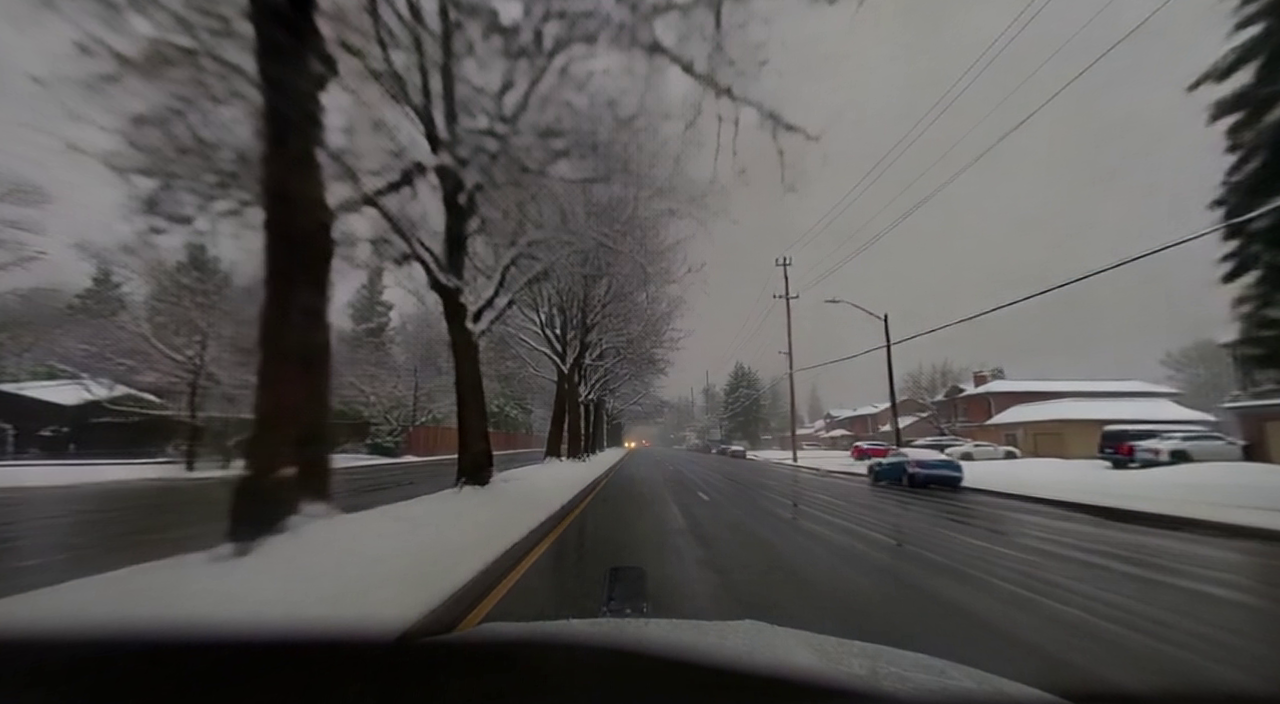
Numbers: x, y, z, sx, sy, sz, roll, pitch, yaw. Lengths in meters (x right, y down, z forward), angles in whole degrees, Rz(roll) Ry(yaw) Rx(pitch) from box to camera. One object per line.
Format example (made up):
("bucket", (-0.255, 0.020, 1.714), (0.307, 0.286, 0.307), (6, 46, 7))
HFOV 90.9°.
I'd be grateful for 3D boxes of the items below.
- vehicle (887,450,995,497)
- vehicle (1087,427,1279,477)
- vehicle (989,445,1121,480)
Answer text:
("vehicle", (11.522, 4.641, 24.537), (1.929, 1.489, 4.777), (4, -8, 1))
("vehicle", (22.802, 4.141, 26.185), (6.075, 1.933, 3.018), (0, -8, 1))
("vehicle", (19.930, 5.326, 30.455), (4.897, 1.608, 2.005), (0, -9, 2))
